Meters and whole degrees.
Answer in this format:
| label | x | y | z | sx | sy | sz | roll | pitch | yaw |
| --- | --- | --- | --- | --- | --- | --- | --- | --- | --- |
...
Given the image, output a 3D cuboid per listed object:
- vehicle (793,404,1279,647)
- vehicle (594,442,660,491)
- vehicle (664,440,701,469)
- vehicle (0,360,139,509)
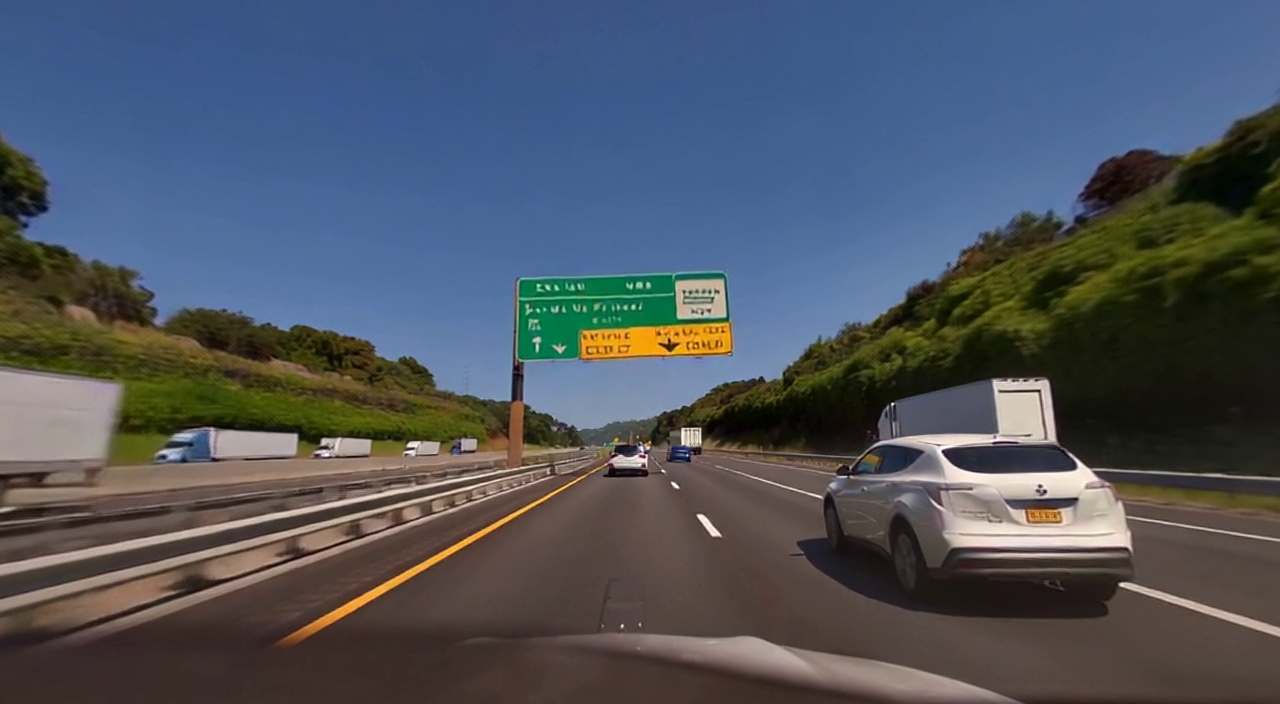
| label | x | y | z | sx | sy | sz | roll | pitch | yaw |
| --- | --- | --- | --- | --- | --- | --- | --- | --- | --- |
| vehicle | 3.218 | 1.471 | 6.443 | 1.997 | 1.534 | 4.664 | 0 | -9 | -2 |
| vehicle | -0.436 | 3.720 | 20.766 | 1.970 | 1.441 | 3.846 | 0 | -9 | -1 |
| vehicle | 2.632 | 6.500 | 39.933 | 2.048 | 1.704 | 4.284 | 0 | -9 | 0 |
| vehicle | -16.244 | 1.922 | 14.662 | 2.687 | 3.442 | 7.686 | 0 | -9 | 0 |
